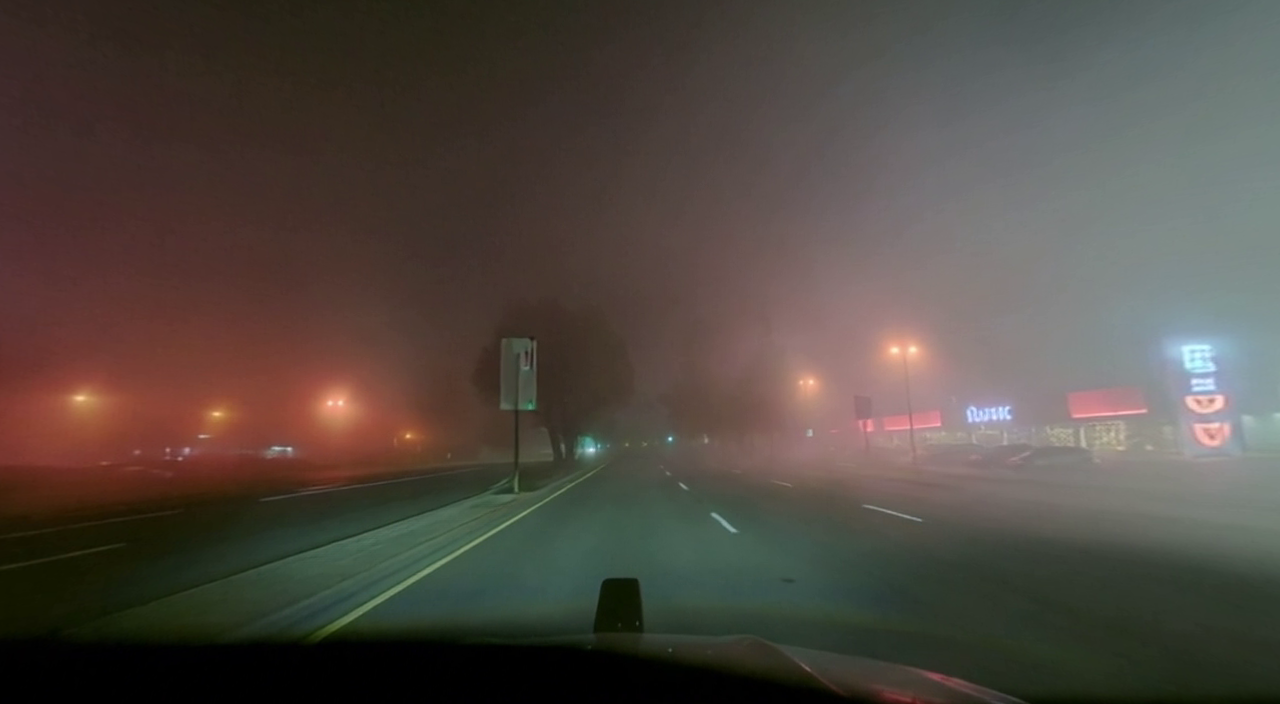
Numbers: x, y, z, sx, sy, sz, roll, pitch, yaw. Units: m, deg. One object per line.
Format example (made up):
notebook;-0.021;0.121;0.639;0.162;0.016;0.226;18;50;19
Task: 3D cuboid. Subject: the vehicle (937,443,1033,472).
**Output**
vehicle;20.049;6.147;36.833;4.407;1.616;1.929;0;-9;1

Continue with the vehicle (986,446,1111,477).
vehicle;20.145;5.396;31.270;4.805;1.473;2.046;0;-9;-3
